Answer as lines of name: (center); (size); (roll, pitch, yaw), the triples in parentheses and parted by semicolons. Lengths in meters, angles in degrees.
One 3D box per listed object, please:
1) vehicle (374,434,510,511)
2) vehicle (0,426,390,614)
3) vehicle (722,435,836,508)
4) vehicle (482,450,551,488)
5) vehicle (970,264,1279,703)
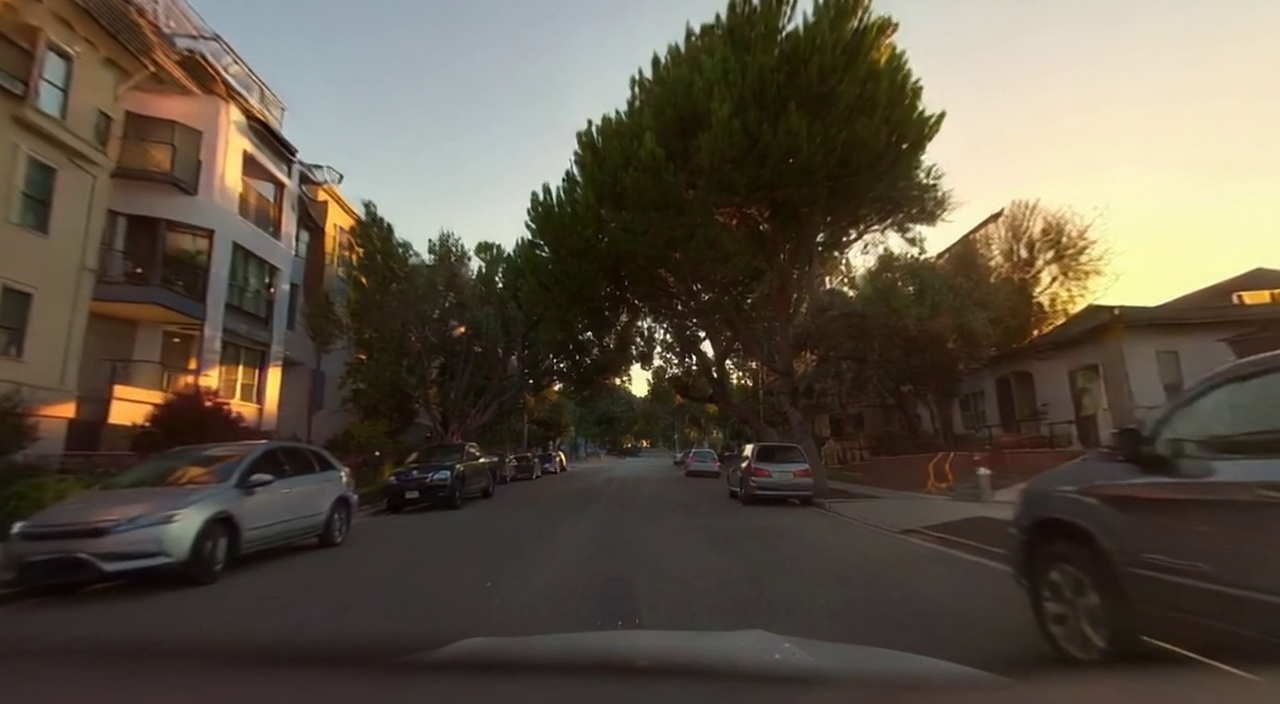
vehicle: (-5.827, 3.600, 19.534); (2.499, 2.008, 5.293); (0, -8, 0)
vehicle: (-5.829, 2.060, 8.886); (2.431, 1.718, 5.431); (-3, -9, 0)
vehicle: (3.879, 3.436, 18.726); (2.137, 1.848, 4.953); (0, -9, -1)
vehicle: (-5.744, 5.485, 30.069); (2.328, 1.610, 5.161); (0, -8, -1)
vehicle: (3.818, 0.666, 2.312); (2.371, 2.123, 5.122); (0, -9, -1)
